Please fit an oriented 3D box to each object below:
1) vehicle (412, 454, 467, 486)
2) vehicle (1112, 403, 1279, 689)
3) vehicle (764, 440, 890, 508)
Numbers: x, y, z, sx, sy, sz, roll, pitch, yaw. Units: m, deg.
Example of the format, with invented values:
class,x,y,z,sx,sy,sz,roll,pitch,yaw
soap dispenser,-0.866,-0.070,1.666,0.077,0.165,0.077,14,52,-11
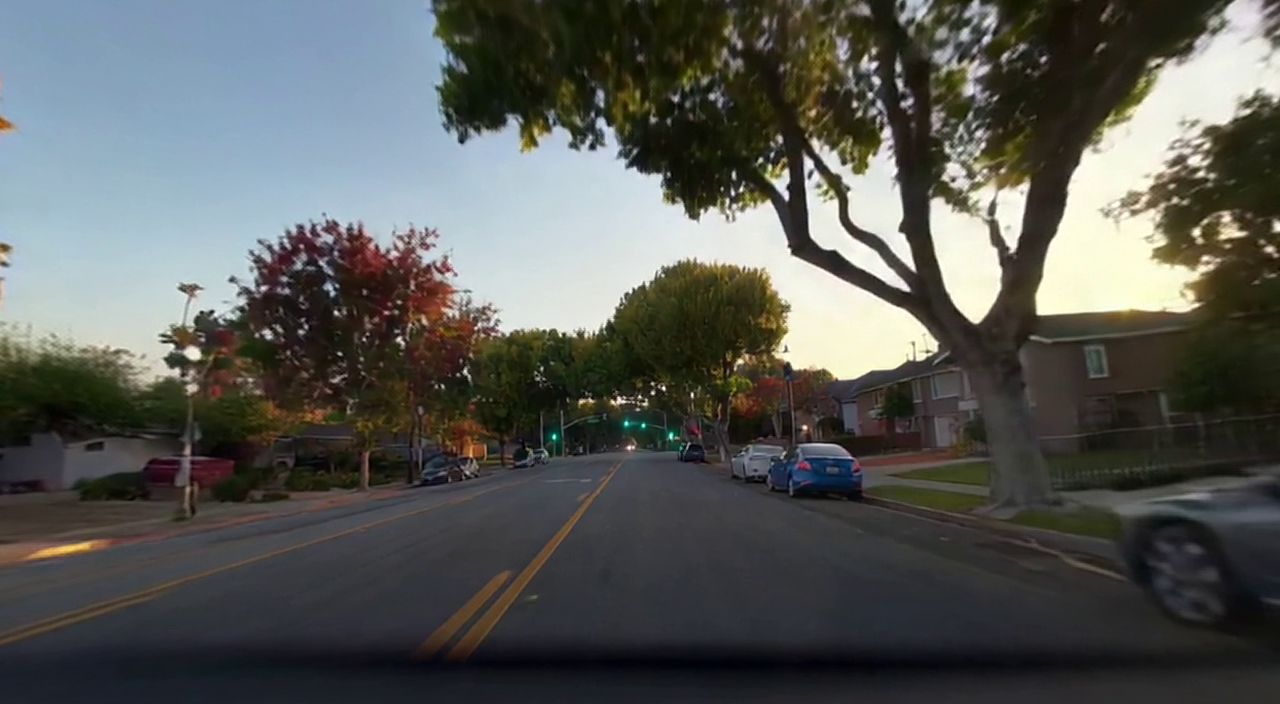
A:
class,x,y,z,sx,sy,sz,roll,pitch,yaw
vehicle,-11.324,6.673,35.970,1.845,1.626,4.105,0,-8,-2
vehicle,4.557,0.907,2.385,1.934,1.573,4.547,0,-8,-1
vehicle,4.710,3.121,16.657,1.924,1.516,4.163,0,-8,-2
